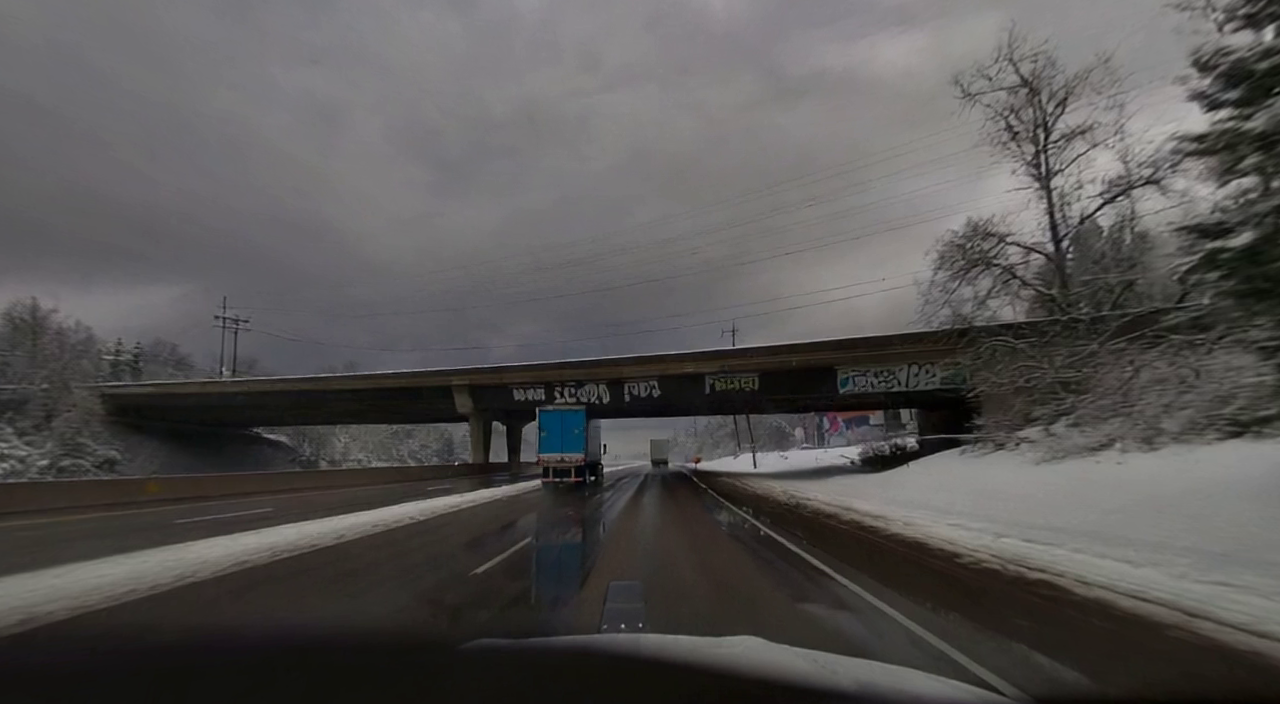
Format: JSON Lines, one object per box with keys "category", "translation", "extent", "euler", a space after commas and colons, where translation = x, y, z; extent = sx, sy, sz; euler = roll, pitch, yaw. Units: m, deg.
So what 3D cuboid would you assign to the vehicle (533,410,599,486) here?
{"category": "vehicle", "translation": [-4.242, 5.801, 38.192], "extent": [2.955, 4.022, 8.842], "euler": [0, -9, 0]}
